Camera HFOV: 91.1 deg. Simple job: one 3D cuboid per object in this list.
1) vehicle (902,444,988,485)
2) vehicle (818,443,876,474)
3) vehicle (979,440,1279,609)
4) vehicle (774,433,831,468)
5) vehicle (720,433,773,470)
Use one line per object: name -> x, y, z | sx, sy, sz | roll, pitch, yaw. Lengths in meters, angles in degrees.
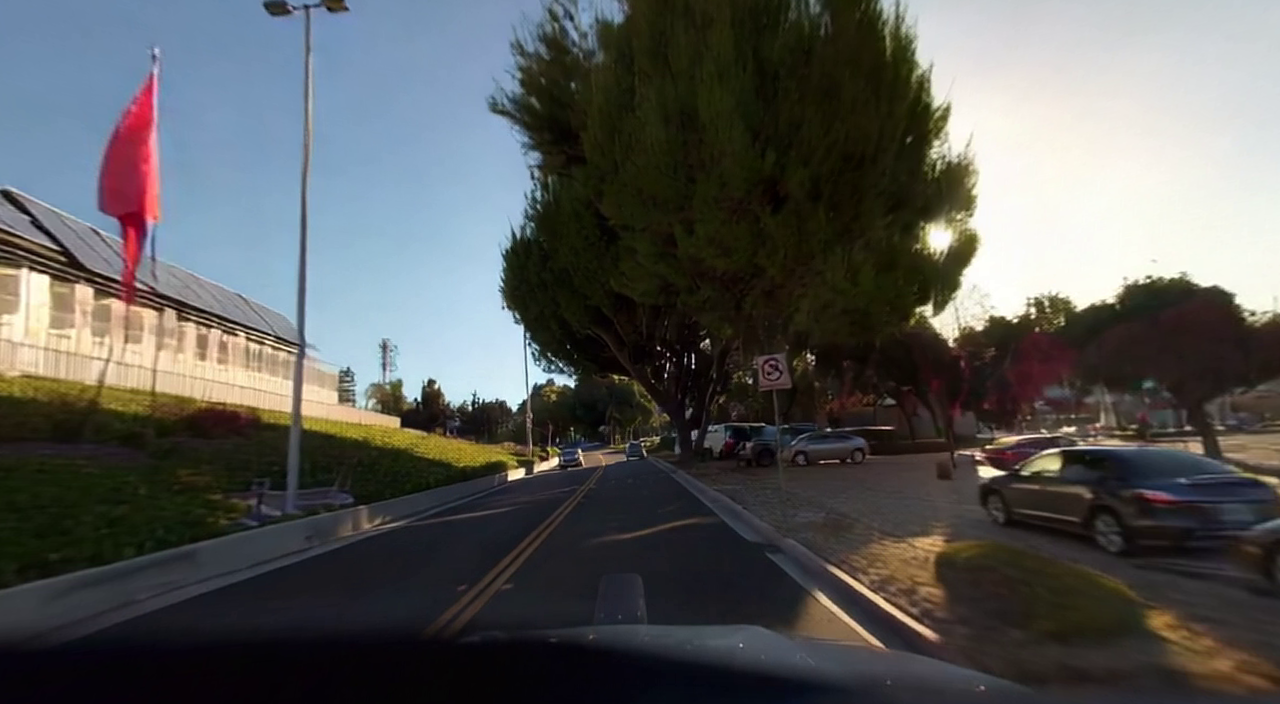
vehicle -> 11.850, 4.363, 24.667 | 1.666, 1.476, 3.216 | 0, -9, -1
vehicle -> 11.011, 5.684, 33.731 | 1.819, 1.494, 3.834 | 0, -9, 1
vehicle -> 7.055, 2.160, 8.959 | 1.961, 1.648, 4.260 | -1, -7, -1
vehicle -> 8.511, 5.230, 33.367 | 1.924, 1.713, 4.627 | -1, -9, 2
vehicle -> 5.718, 5.389, 34.151 | 1.977, 1.860, 4.237 | 0, -9, -2
